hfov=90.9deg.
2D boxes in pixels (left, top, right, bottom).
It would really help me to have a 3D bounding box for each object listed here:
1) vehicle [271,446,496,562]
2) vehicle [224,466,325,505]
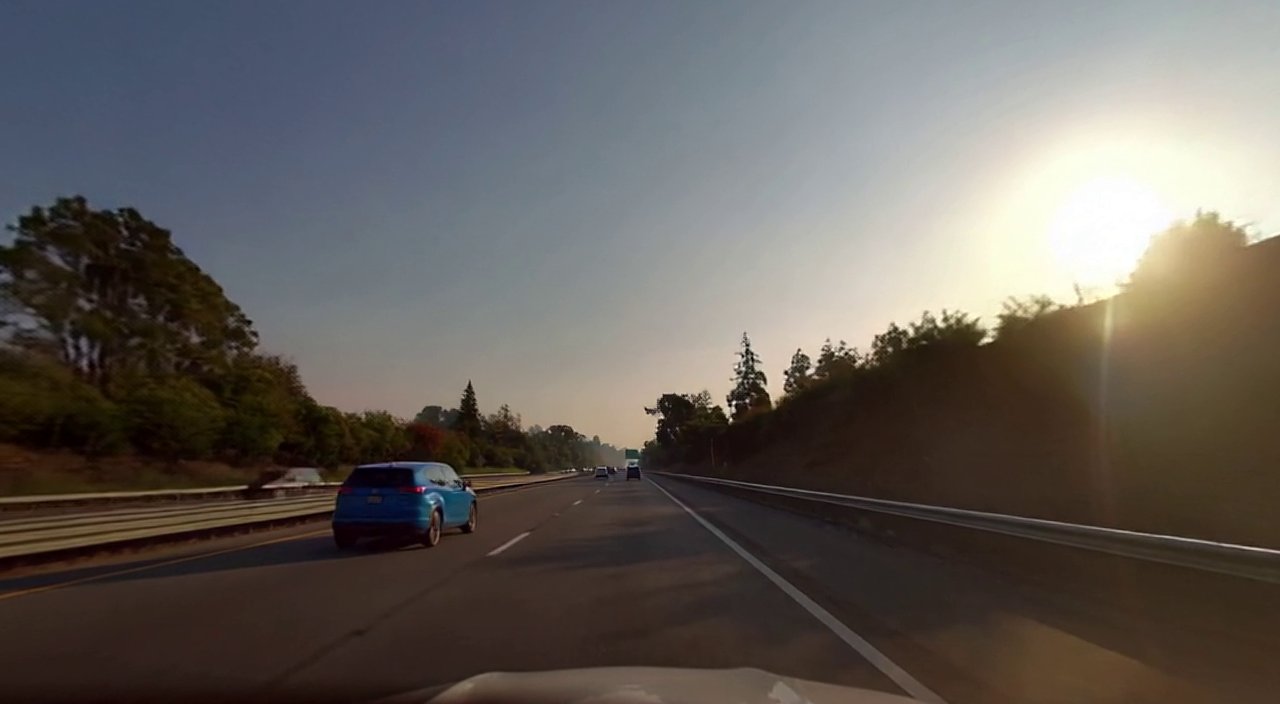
[{"bbox_3d":[-3.959,2.454,10.651,2.017,1.516,4.041,1,-11,1],"label":"vehicle"},{"bbox_3d":[-15.645,5.736,27.280,1.856,1.480,4.381,1,-11,-2],"label":"vehicle"}]
